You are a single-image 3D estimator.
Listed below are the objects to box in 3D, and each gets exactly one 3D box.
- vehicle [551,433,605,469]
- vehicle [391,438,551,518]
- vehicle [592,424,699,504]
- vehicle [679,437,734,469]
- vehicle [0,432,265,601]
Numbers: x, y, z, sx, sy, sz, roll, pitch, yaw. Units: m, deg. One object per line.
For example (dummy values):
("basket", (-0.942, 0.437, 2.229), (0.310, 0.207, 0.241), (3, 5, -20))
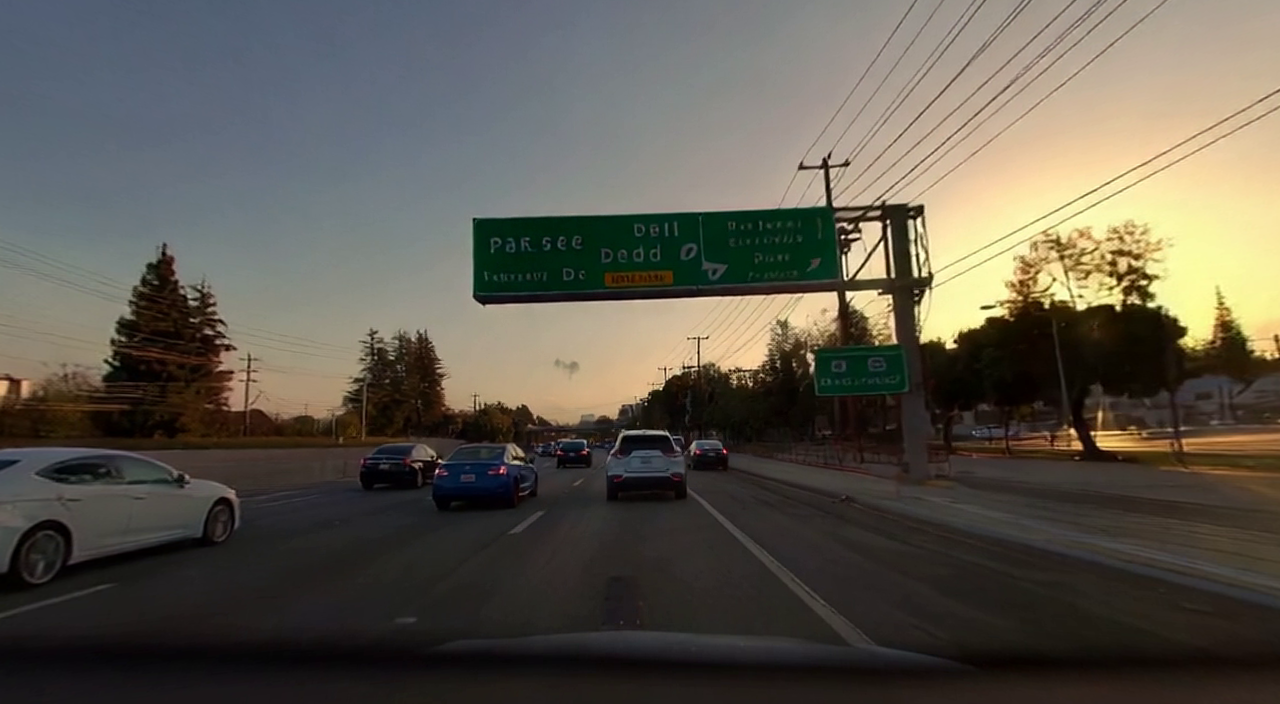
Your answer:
("vehicle", (-3.231, 5.287, 33.931), (2.353, 1.773, 4.286), (0, -8, 1))
("vehicle", (-3.420, 2.648, 13.893), (2.203, 1.425, 4.610), (0, -8, 1))
("vehicle", (0.105, 2.722, 15.697), (2.284, 1.699, 4.168), (0, -8, 0))
("vehicle", (3.225, 5.038, 31.639), (2.197, 1.464, 4.356), (0, -8, -1))
("vehicle", (-6.543, 1.673, 7.134), (1.958, 1.447, 4.454), (0, -8, -1))
